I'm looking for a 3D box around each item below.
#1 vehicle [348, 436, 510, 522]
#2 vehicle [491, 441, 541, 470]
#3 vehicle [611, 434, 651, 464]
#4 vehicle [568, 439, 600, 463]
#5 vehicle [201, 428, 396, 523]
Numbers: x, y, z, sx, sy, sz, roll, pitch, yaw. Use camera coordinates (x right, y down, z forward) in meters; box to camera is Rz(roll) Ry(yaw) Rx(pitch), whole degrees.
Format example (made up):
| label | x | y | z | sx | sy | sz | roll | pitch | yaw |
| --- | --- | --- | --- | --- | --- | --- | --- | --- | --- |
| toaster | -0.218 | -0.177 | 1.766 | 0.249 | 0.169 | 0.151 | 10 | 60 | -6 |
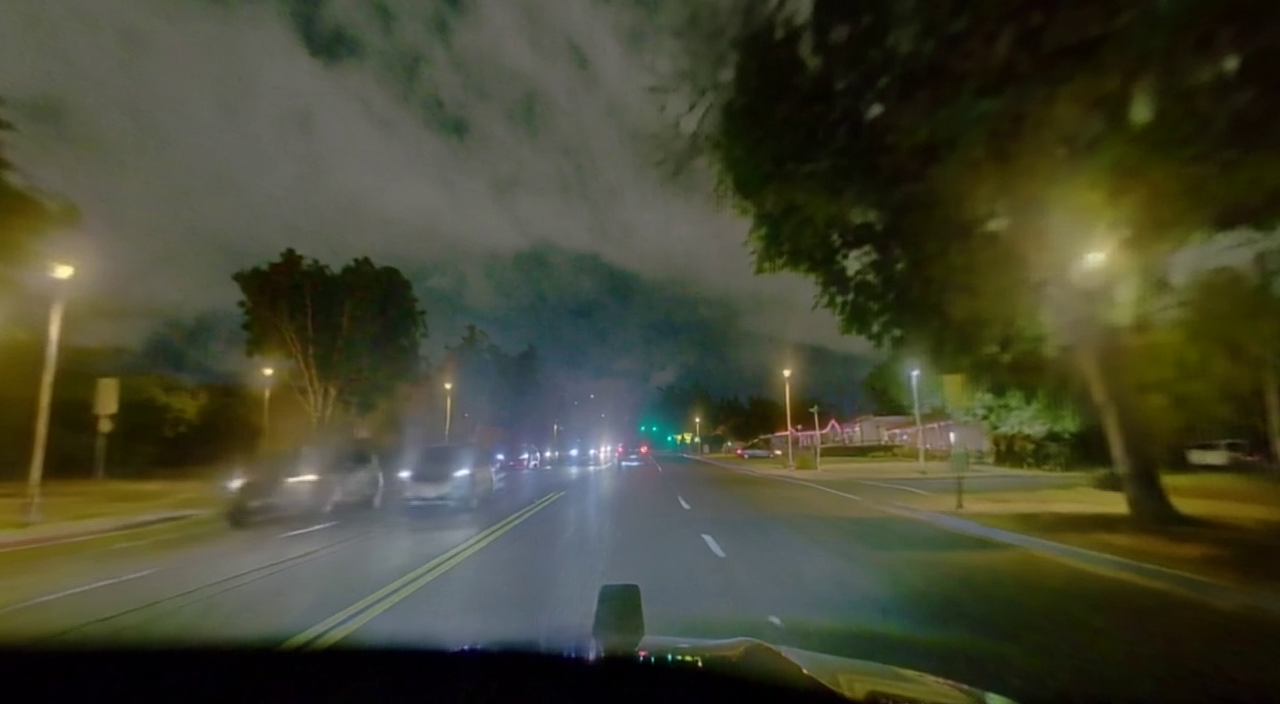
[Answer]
| label | x | y | z | sx | sy | sz | roll | pitch | yaw |
| --- | --- | --- | --- | --- | --- | --- | --- | --- | --- |
| vehicle | -4.279 | 2.622 | 13.579 | 2.039 | 1.460 | 4.189 | -3 | -9 | 0 |
| vehicle | -7.403 | 6.225 | 38.266 | 2.069 | 1.654 | 4.458 | 0 | -9 | 1 |
| vehicle | -0.564 | 6.634 | 43.296 | 2.554 | 1.902 | 5.329 | 0 | -9 | 1 |
| vehicle | -4.172 | 7.490 | 47.988 | 1.955 | 1.723 | 4.287 | 0 | -9 | 1 |
| vehicle | -7.434 | 2.704 | 14.401 | 2.044 | 1.699 | 4.400 | -3 | -9 | -1 |
